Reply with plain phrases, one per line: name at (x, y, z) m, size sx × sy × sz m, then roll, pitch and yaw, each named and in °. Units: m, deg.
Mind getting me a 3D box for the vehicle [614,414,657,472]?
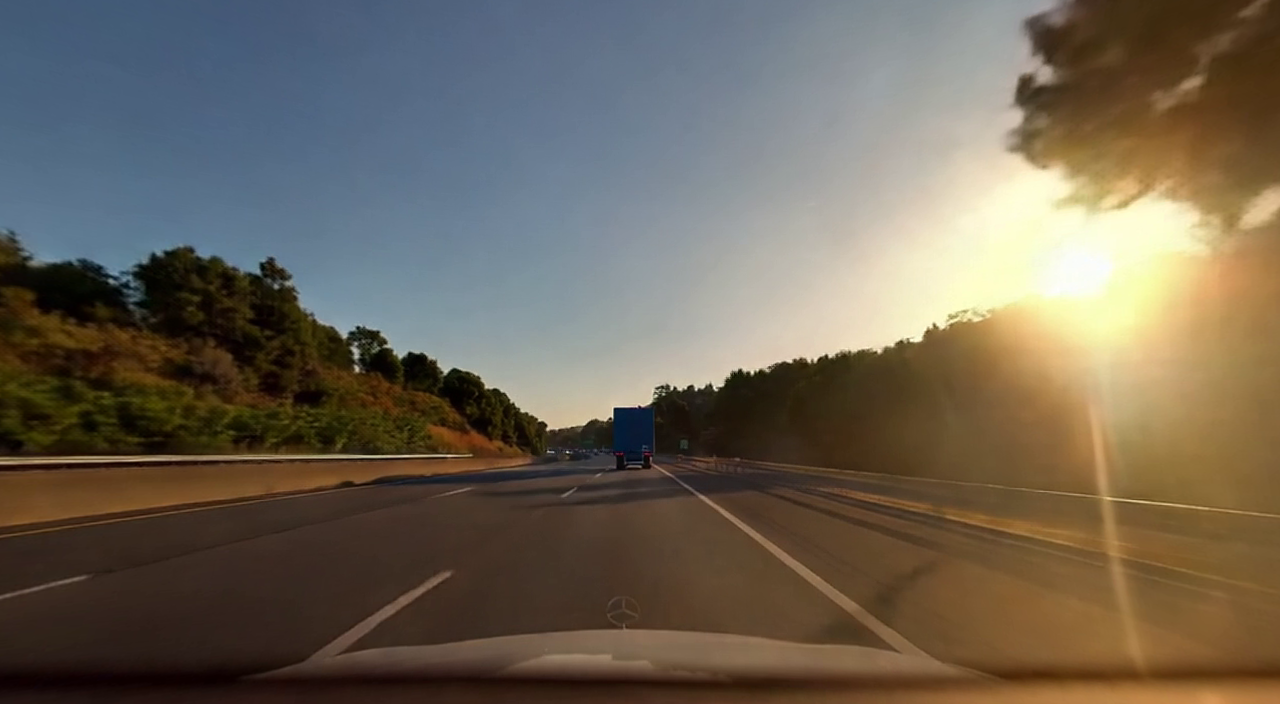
vehicle at (-0.411, 7.099, 48.951) m, size 2.982 × 3.947 × 11.075 m, roll 0°, pitch -9°, yaw -1°
